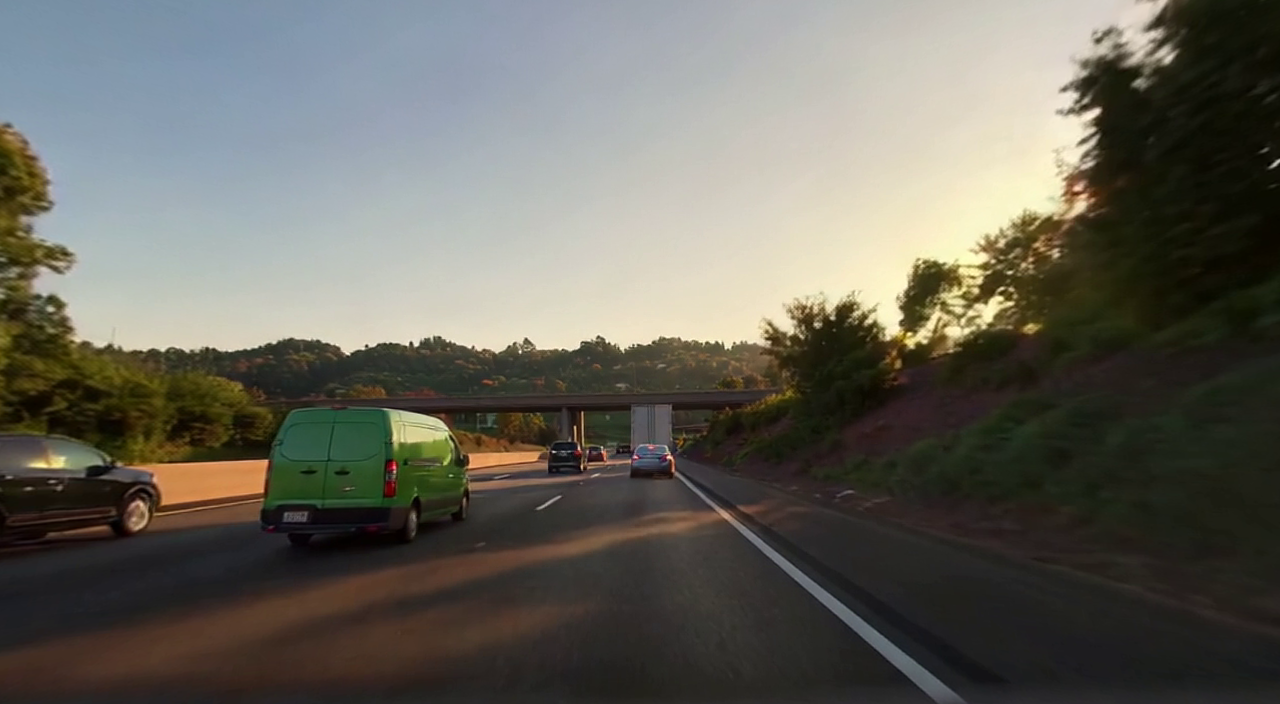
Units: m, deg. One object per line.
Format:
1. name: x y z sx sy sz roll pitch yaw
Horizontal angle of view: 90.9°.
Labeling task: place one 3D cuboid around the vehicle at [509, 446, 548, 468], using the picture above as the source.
1. vehicle: -7.772 7.326 44.112 1.886 1.414 4.028 0 -9 1

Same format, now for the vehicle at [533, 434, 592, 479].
1. vehicle: -3.433 4.733 28.754 2.068 1.862 4.234 0 -9 1

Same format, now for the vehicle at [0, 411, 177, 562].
1. vehicle: -8.250 1.586 7.551 2.093 1.675 4.233 0 -9 0

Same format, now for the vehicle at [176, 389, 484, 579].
1. vehicle: -3.580 1.609 8.311 1.951 1.882 3.979 0 -9 1

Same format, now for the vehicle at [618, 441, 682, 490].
1. vehicle: 0.317 3.829 21.549 1.991 1.507 3.391 0 -9 0
